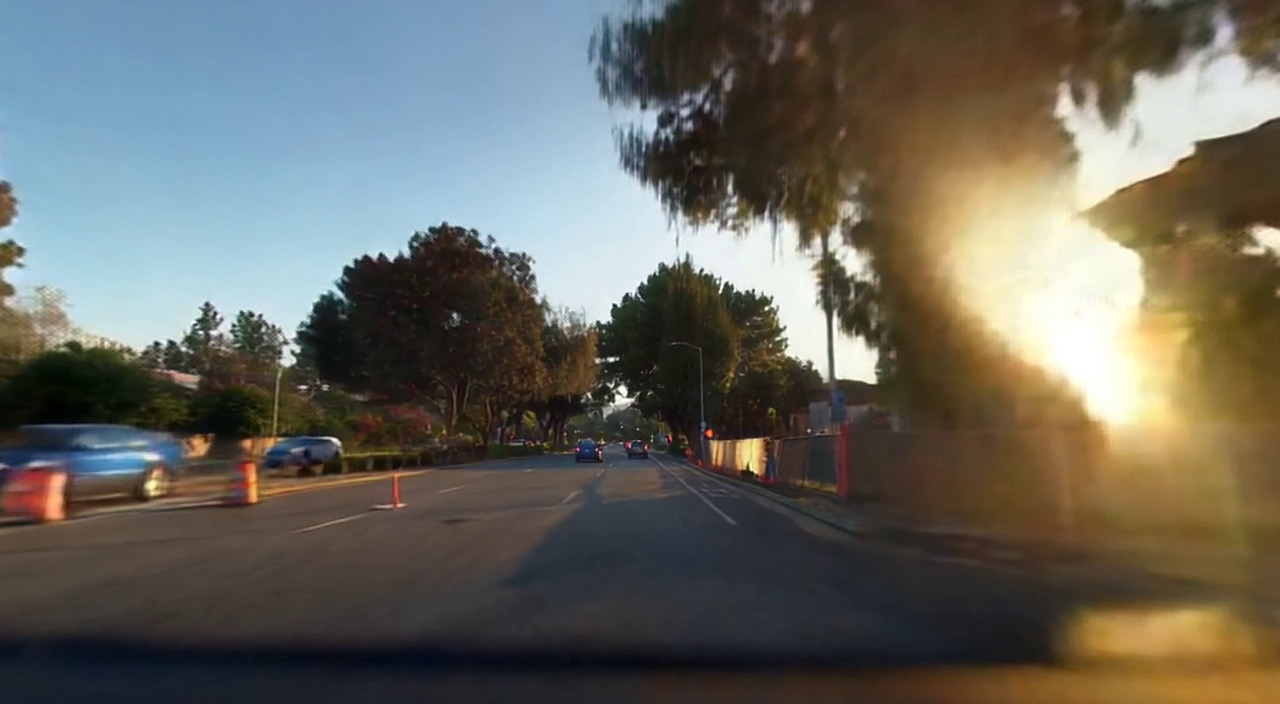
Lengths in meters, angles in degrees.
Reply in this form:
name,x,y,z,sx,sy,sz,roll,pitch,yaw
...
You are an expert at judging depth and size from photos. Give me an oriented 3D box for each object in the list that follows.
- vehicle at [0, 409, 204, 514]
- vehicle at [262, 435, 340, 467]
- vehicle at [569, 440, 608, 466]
name,x,y,z,sx,sy,sz,roll,pitch,yaw
vehicle,-11.105,2.075,12.328,2.014,1.674,4.337,0,-9,0
vehicle,-20.787,6.091,38.873,2.046,1.823,4.753,0,-9,1
vehicle,-3.412,6.854,42.746,2.198,1.663,4.519,0,-9,1
